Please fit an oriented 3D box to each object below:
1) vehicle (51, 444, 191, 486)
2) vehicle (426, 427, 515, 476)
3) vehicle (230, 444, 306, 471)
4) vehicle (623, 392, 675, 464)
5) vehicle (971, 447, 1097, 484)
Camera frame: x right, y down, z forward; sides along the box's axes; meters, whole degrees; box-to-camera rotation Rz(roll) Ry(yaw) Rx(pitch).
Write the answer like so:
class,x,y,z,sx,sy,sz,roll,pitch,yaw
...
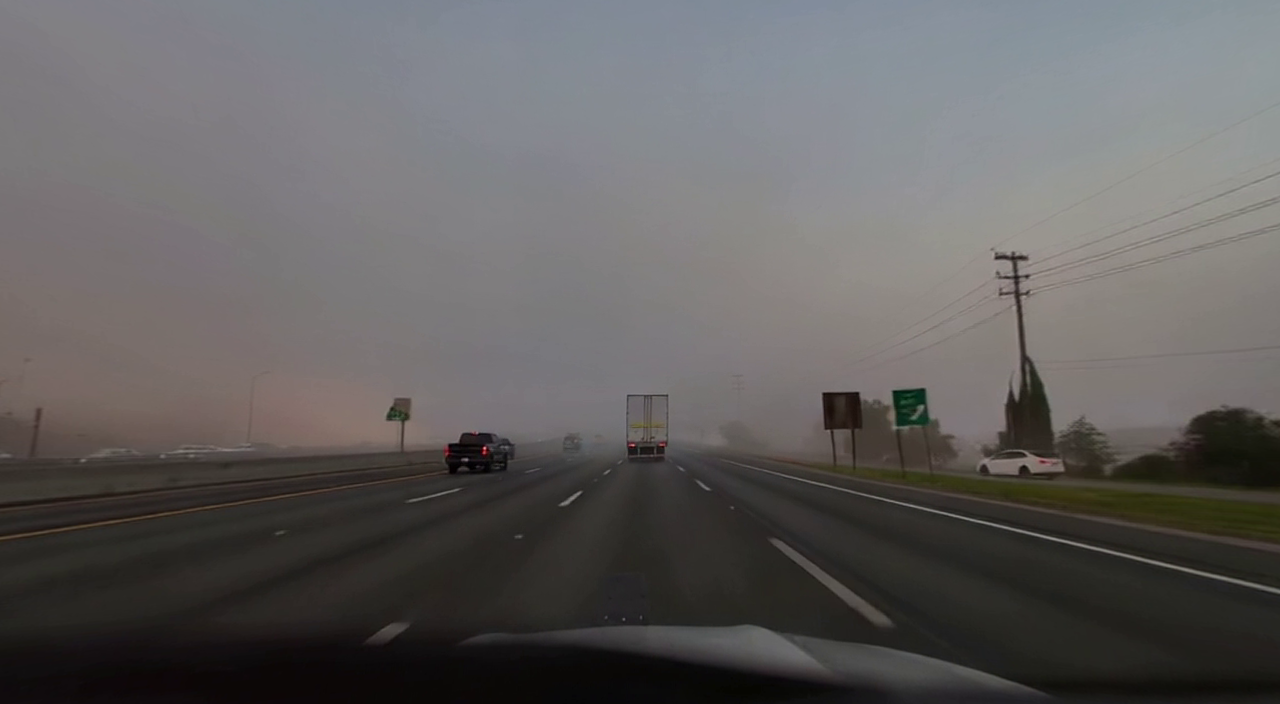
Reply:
class,x,y,z,sx,sy,sz,roll,pitch,yaw
vehicle,-19.707,4.280,24.202,2.010,1.450,3.821,0,-8,2
vehicle,-6.941,4.169,26.566,2.197,1.847,5.364,0,-8,1
vehicle,-21.498,6.078,36.640,1.810,1.460,4.034,-1,-8,1
vehicle,0.726,5.060,40.981,2.879,4.027,11.243,-1,-8,2
vehicle,17.829,5.140,28.855,1.757,1.437,4.897,5,-10,-16
